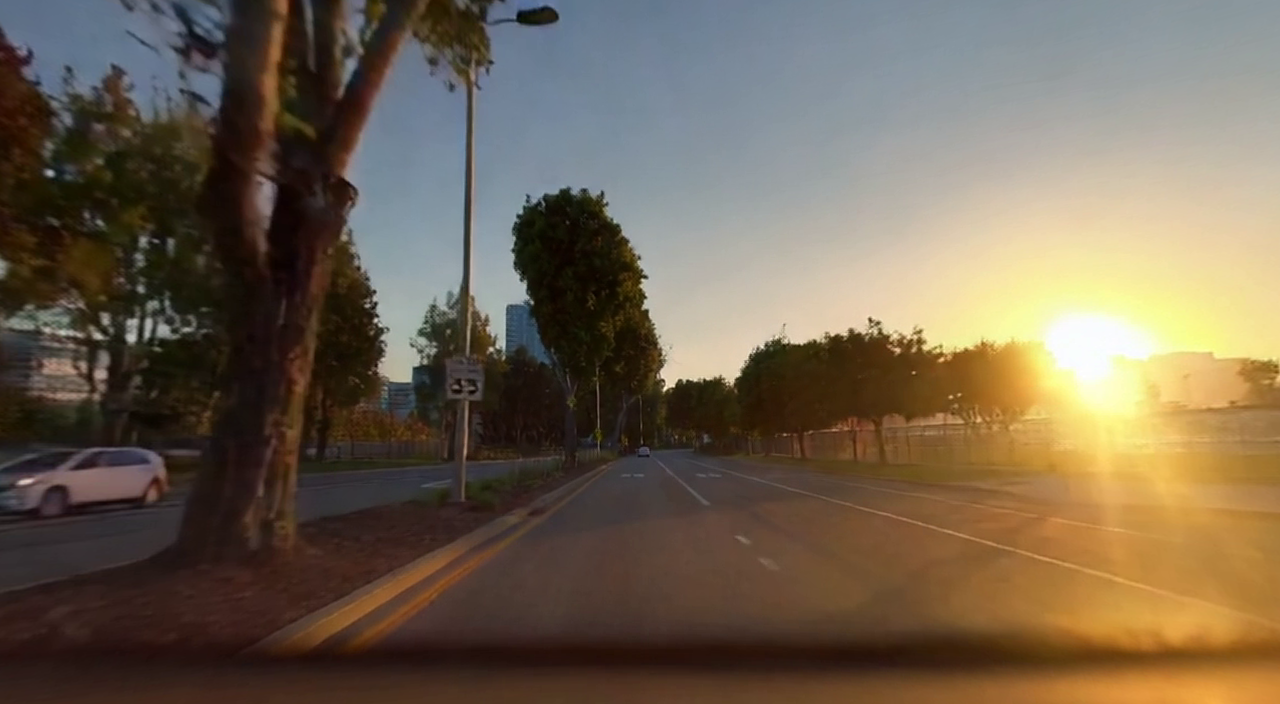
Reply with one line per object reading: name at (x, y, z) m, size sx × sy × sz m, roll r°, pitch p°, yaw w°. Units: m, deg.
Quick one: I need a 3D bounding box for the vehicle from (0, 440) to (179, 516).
vehicle at (-16.531, 3.593, 18.499) m, size 2.511 × 1.881 × 4.658 m, roll -2°, pitch -8°, yaw 0°
